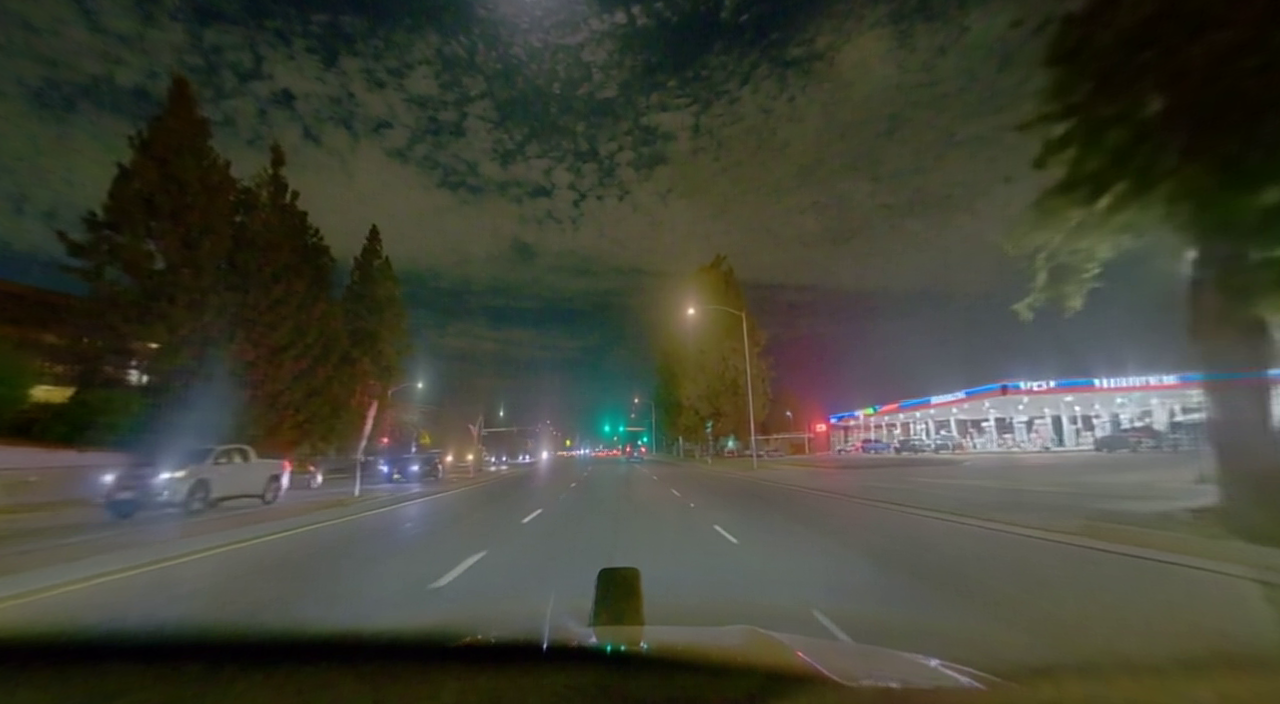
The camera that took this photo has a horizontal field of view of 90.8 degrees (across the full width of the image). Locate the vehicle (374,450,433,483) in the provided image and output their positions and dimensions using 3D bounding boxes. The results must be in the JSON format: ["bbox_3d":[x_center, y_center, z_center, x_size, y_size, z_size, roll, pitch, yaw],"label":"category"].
[{"bbox_3d":[-11.756,5.674,31.624,1.771,1.508,3.453,0,-9,-3],"label":"vehicle"}]

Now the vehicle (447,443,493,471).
[{"bbox_3d":[-12.581,7.777,47.095,2.229,1.957,5.057,0,-9,-3],"label":"vehicle"}]

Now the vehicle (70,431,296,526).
[{"bbox_3d":[-11.246,3.111,16.195,2.206,1.922,4.968,-3,-8,-2],"label":"vehicle"}]
